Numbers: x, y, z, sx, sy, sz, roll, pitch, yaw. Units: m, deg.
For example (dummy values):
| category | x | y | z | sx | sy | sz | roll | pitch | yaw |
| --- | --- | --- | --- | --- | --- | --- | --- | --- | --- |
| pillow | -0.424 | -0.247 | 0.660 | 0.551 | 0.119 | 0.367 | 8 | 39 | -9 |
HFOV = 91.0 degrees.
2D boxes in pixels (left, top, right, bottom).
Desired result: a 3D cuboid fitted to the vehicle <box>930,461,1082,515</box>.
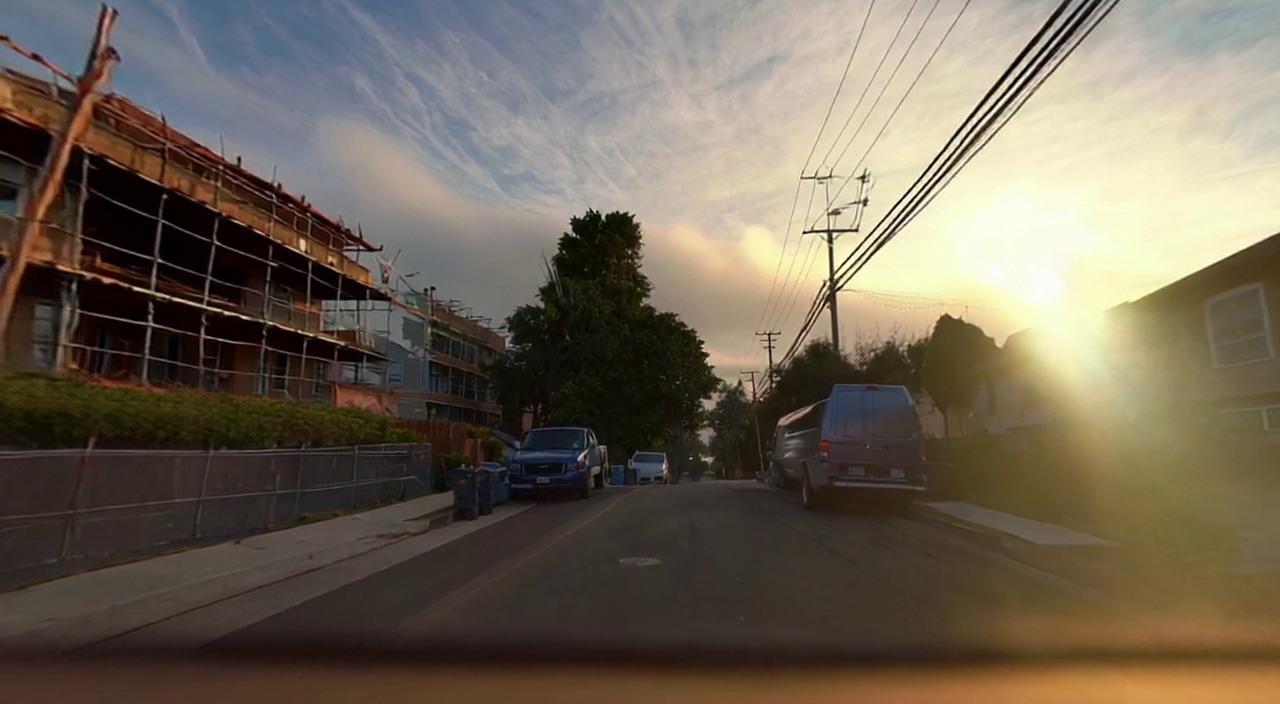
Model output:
| category | x | y | z | sx | sy | sz | roll | pitch | yaw |
| --- | --- | --- | --- | --- | --- | --- | --- | --- | --- |
| vehicle | 15.735 | 5.832 | 27.382 | 5.321 | 1.857 | 1.976 | -1 | -3 | 14 |

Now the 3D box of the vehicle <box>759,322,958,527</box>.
| category | x | y | z | sx | sy | sz | roll | pitch | yaw |
| --- | --- | --- | --- | --- | --- | --- | --- | --- | --- |
| vehicle | 4.973 | 2.073 | 16.749 | 2.915 | 3.793 | 9.963 | 0 | -9 | 7 |

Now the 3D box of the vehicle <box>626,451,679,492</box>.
| category | x | y | z | sx | sy | sz | roll | pitch | yaw |
| --- | --- | --- | --- | --- | --- | --- | --- | --- | --- |
| vehicle | 0.779 | 6.261 | 33.412 | 2.257 | 1.916 | 5.089 | -1 | -9 | 8 |

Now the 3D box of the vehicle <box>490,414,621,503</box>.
| category | x | y | z | sx | sy | sz | roll | pitch | yaw |
| --- | --- | --- | --- | --- | --- | --- | --- | --- | --- |
| vehicle | -2.058 | 2.709 | 16.977 | 2.171 | 1.910 | 4.789 | -2 | -5 | 9 |
